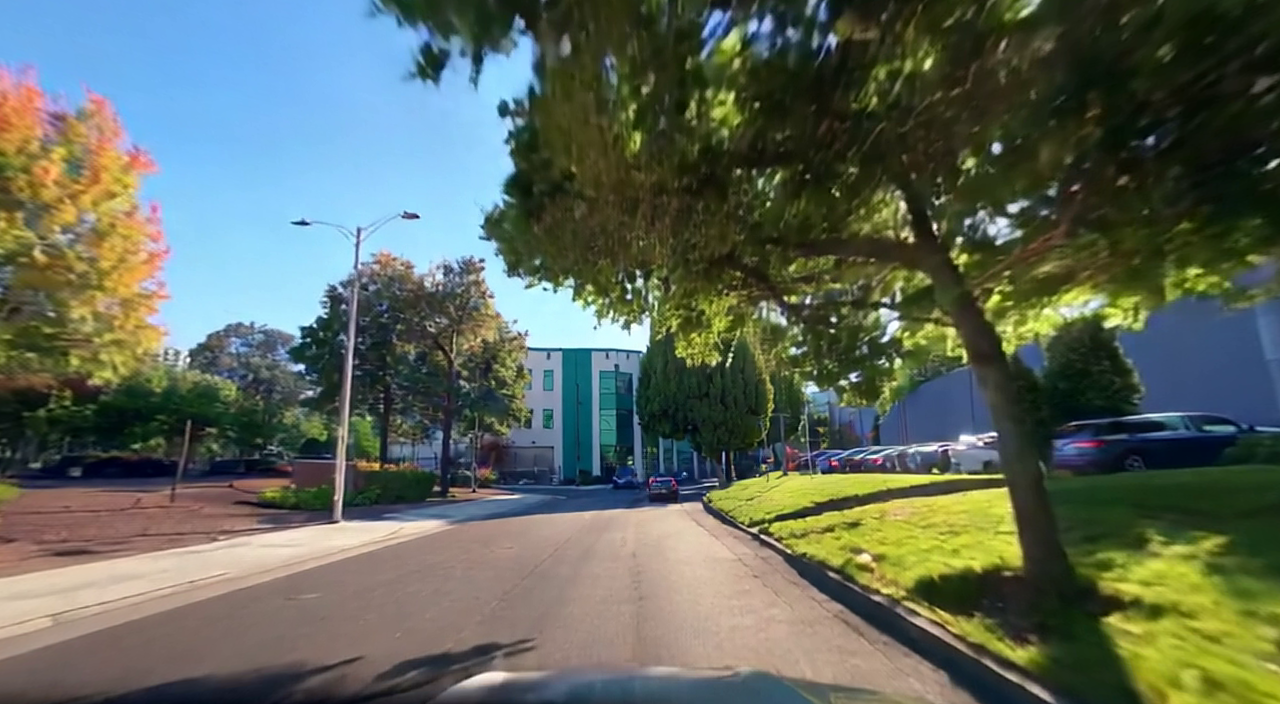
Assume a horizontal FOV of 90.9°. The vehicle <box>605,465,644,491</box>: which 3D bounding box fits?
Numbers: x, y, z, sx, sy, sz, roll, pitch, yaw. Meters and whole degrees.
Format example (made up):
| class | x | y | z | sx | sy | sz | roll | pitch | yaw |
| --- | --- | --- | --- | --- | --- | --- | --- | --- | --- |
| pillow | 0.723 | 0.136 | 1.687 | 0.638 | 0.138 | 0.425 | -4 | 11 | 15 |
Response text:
| class | x | y | z | sx | sy | sz | roll | pitch | yaw |
| --- | --- | --- | --- | --- | --- | --- | --- | --- | --- |
| vehicle | -1.164 | 9.653 | 48.438 | 2.022 | 1.776 | 4.625 | -3 | -10 | 11 |
